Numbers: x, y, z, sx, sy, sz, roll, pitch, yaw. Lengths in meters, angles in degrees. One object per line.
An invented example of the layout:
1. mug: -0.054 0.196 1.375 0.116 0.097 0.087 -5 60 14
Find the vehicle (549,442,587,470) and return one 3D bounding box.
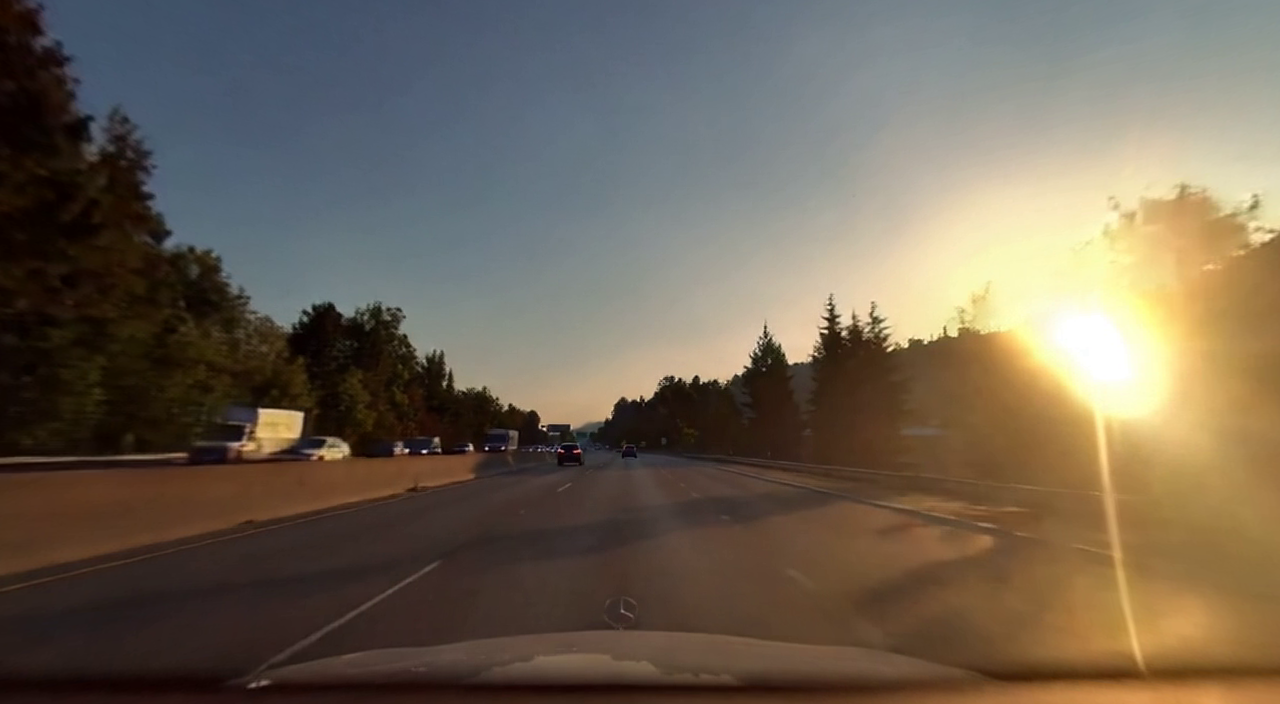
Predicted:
1. vehicle: -4.601 6.712 40.598 2.098 1.692 4.038 0 -9 -1

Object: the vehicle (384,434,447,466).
1. vehicle: -13.349 5.891 37.581 2.025 1.744 4.877 0 -9 -1

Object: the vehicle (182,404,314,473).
1. vehicle: -18.074 4.088 29.447 2.305 2.886 6.006 0 -9 -1

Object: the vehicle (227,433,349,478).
1. vehicle: -13.193 3.905 23.902 2.021 1.520 4.580 0 -9 0
